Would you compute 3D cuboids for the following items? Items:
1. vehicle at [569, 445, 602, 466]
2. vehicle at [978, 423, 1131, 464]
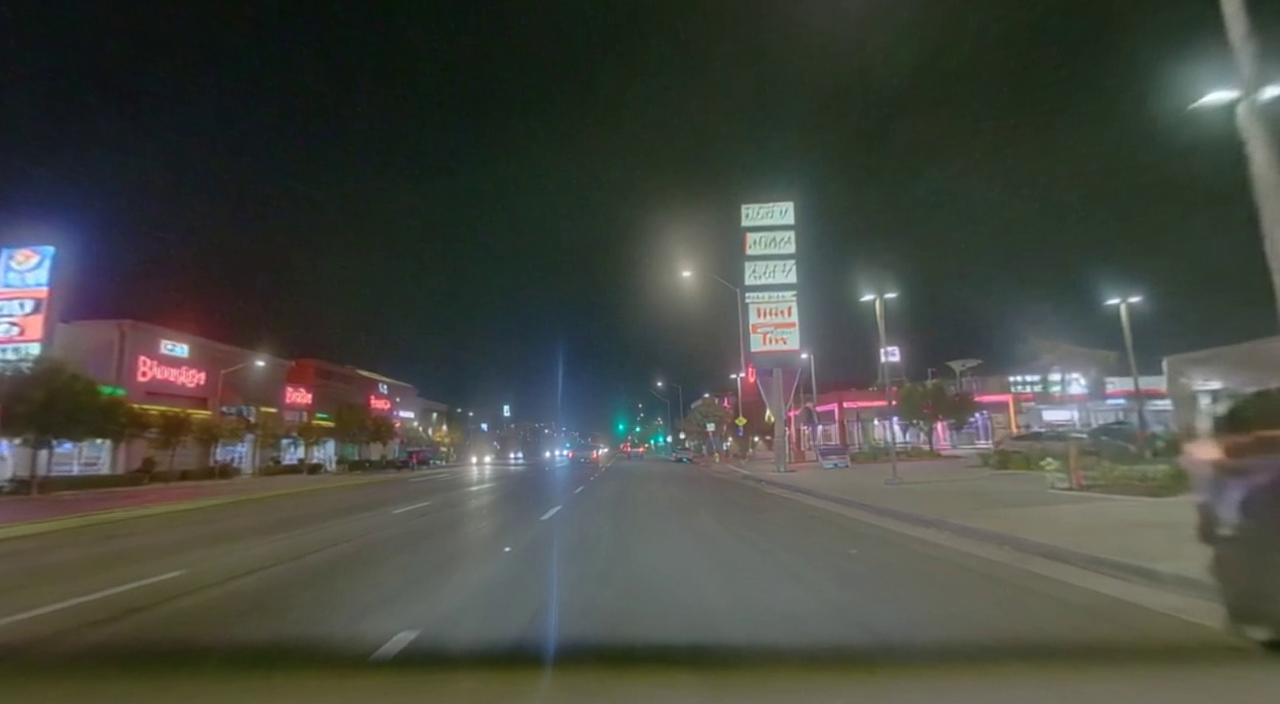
[{"bbox_3d":[-4.103,7.819,47.991,2.179,1.490,4.742,0,-9,-1],"label":"vehicle"},{"bbox_3d":[16.397,3.694,25.264,2.150,1.463,4.524,5,-10,-30],"label":"vehicle"}]
